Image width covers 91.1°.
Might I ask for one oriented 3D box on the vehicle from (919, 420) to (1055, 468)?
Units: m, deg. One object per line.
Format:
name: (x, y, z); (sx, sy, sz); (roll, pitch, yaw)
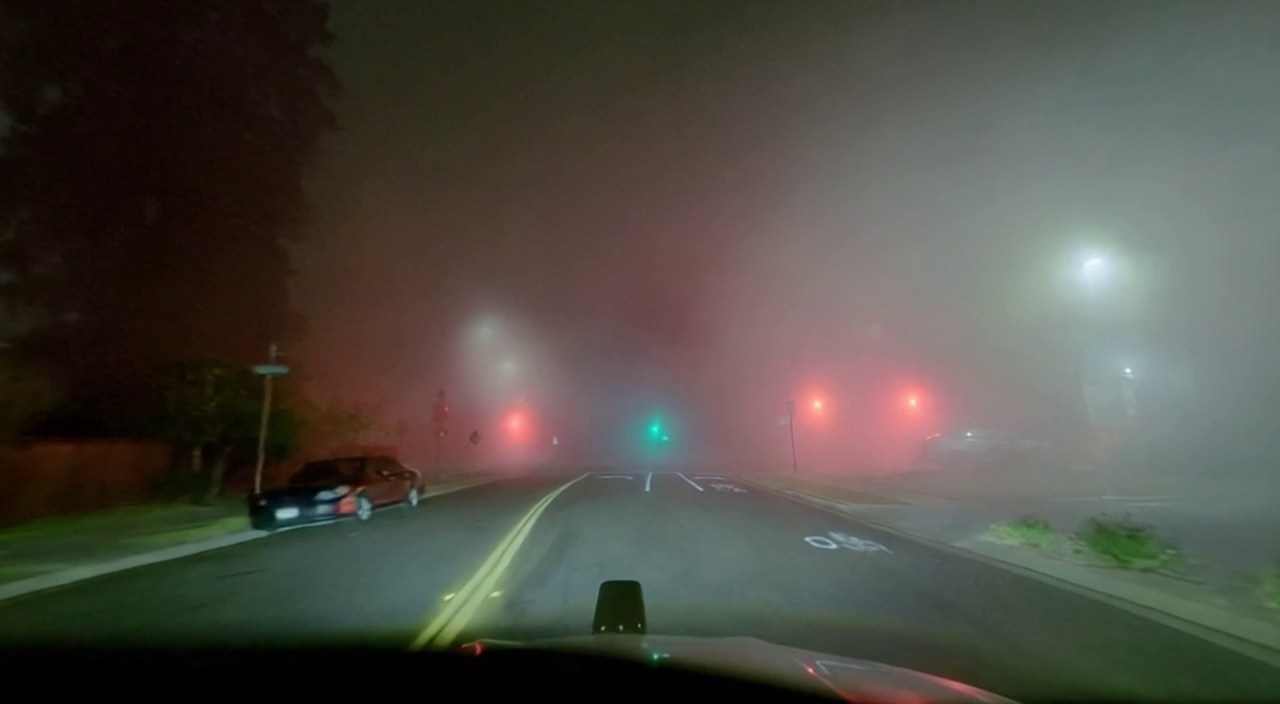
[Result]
vehicle: (14.811, 3.989, 27.036); (4.562, 1.850, 2.130); (1, -10, 3)

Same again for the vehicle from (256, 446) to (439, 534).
vehicle: (-6.075, 2.855, 13.738); (2.033, 1.456, 4.370); (-3, -8, -2)
